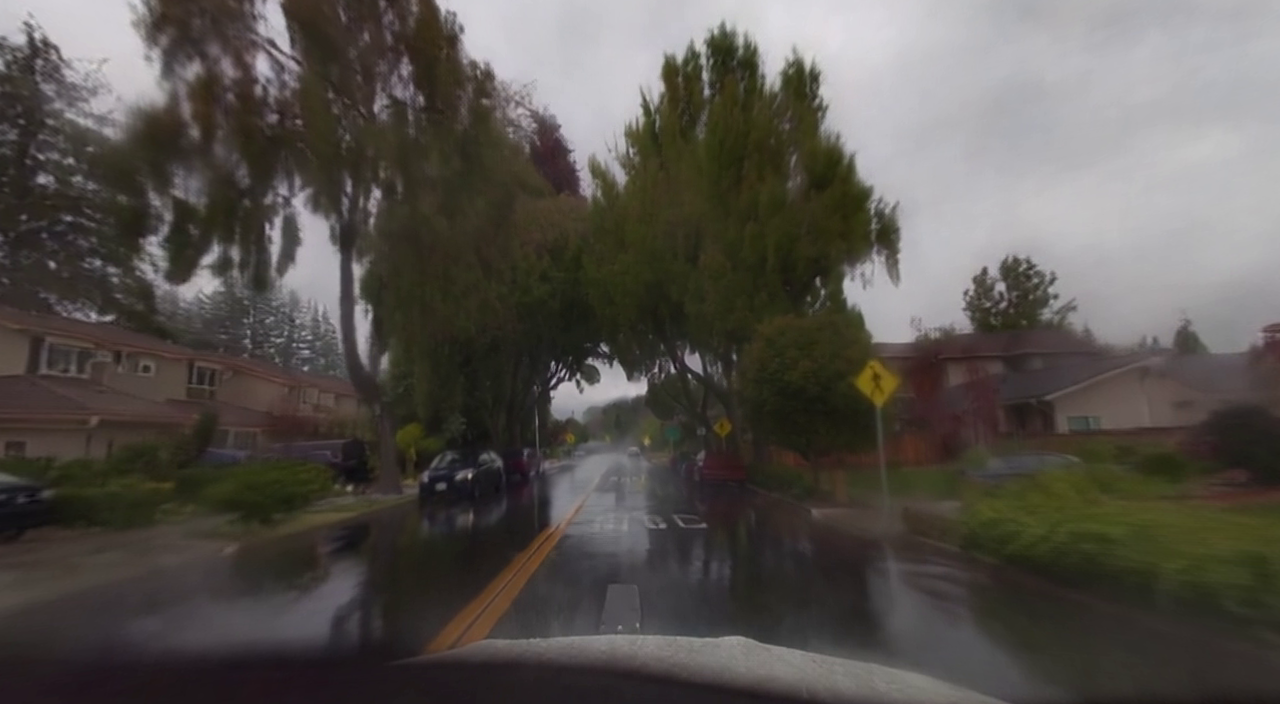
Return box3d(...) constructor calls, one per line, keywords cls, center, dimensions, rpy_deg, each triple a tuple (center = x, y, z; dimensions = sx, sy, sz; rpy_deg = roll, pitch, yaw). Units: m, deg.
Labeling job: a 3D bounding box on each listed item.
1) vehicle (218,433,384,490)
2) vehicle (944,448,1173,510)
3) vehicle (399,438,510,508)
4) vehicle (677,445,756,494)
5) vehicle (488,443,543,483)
box3d(cls="vehicle", center=(-13.230, 4.298, 24.945), dimensions=(5.234, 2.076, 2.197), rpy_deg=(0, -9, 1))
box3d(cls="vehicle", center=(10.722, 3.250, 16.441), dimensions=(4.628, 1.403, 1.926), rpy_deg=(0, -9, -3))
box3d(cls="vehicle", center=(-5.898, 3.842, 20.848), dimensions=(2.155, 1.907, 5.100), rpy_deg=(-2, -7, 0))
box3d(cls="vehicle", center=(2.549, 4.047, 22.209), dimensions=(2.047, 1.532, 4.350), rpy_deg=(0, -9, -3))
box3d(cls="vehicle", center=(-6.449, 5.842, 33.187), dimensions=(2.027, 1.803, 4.306), rpy_deg=(-4, -10, -1))
